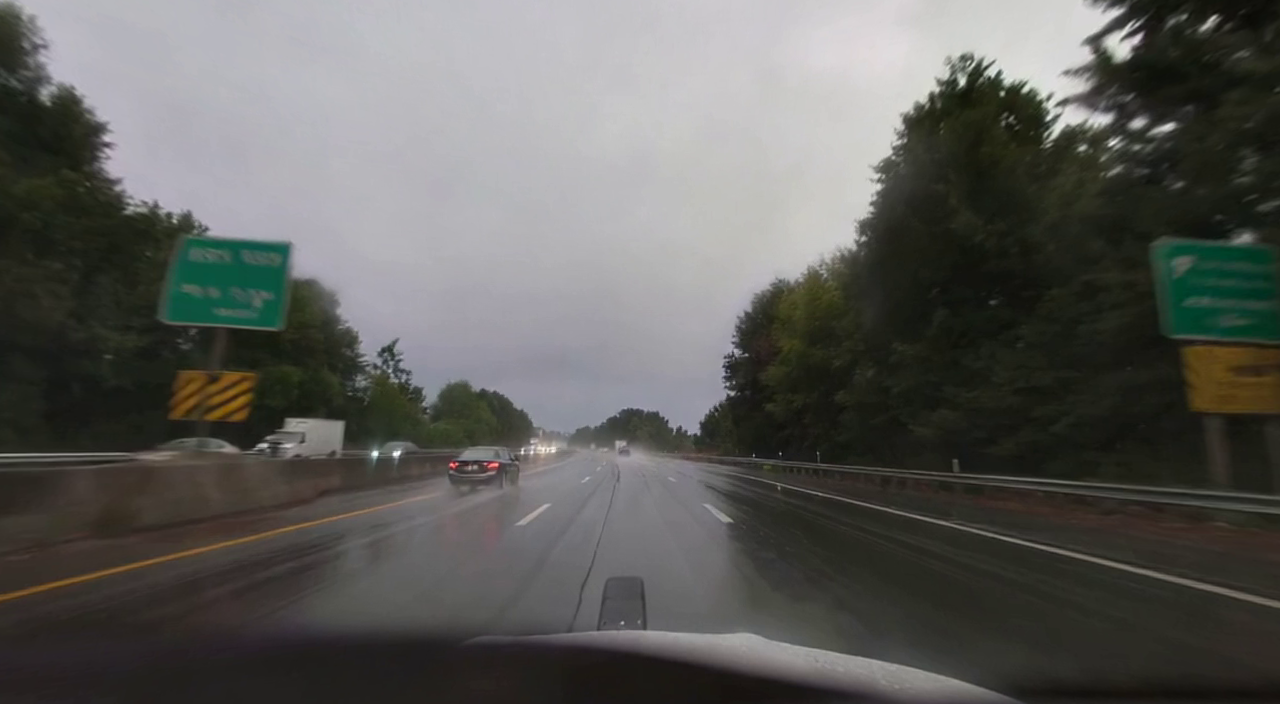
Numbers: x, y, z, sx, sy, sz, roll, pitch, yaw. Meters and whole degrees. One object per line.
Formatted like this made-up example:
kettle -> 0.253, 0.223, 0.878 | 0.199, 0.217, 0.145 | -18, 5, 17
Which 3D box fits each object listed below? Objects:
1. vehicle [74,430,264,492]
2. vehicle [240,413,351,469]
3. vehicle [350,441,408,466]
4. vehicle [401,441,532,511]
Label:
vehicle -> -13.305, 3.122, 18.279 | 1.977, 1.562, 4.525 | 0, -9, 0
vehicle -> -21.720, 5.740, 40.340 | 2.792, 3.271, 7.553 | 0, -9, -1
vehicle -> -17.453, 6.801, 42.400 | 2.155, 1.583, 4.233 | 0, -9, -1
vehicle -> -4.198, 3.074, 16.140 | 2.022, 1.513, 4.613 | 0, -9, 0
